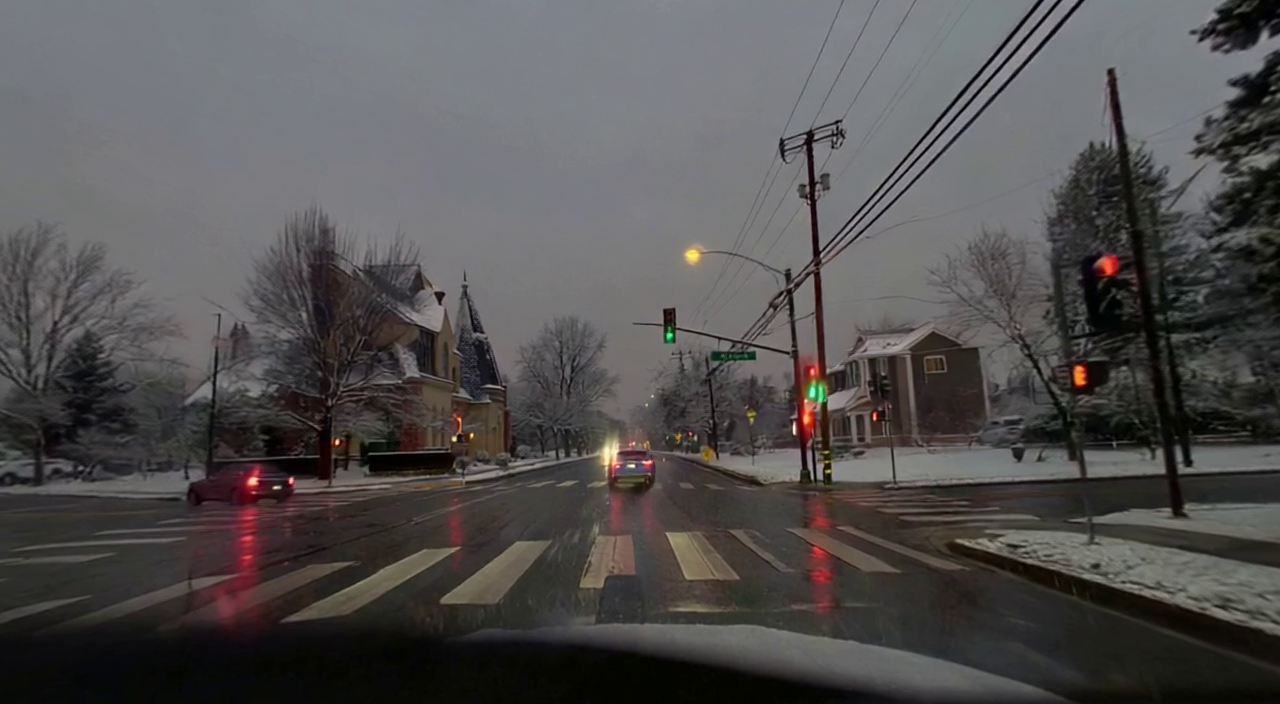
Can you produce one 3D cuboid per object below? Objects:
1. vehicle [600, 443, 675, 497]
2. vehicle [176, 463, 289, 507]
[{"bbox_3d":[-0.103,3.601,19.604,2.093,1.497,4.010,0,-9,-1],"label":"vehicle"},{"bbox_3d":[-15.730,5.066,24.305,3.578,1.488,1.930,-4,-10,25],"label":"vehicle"}]
